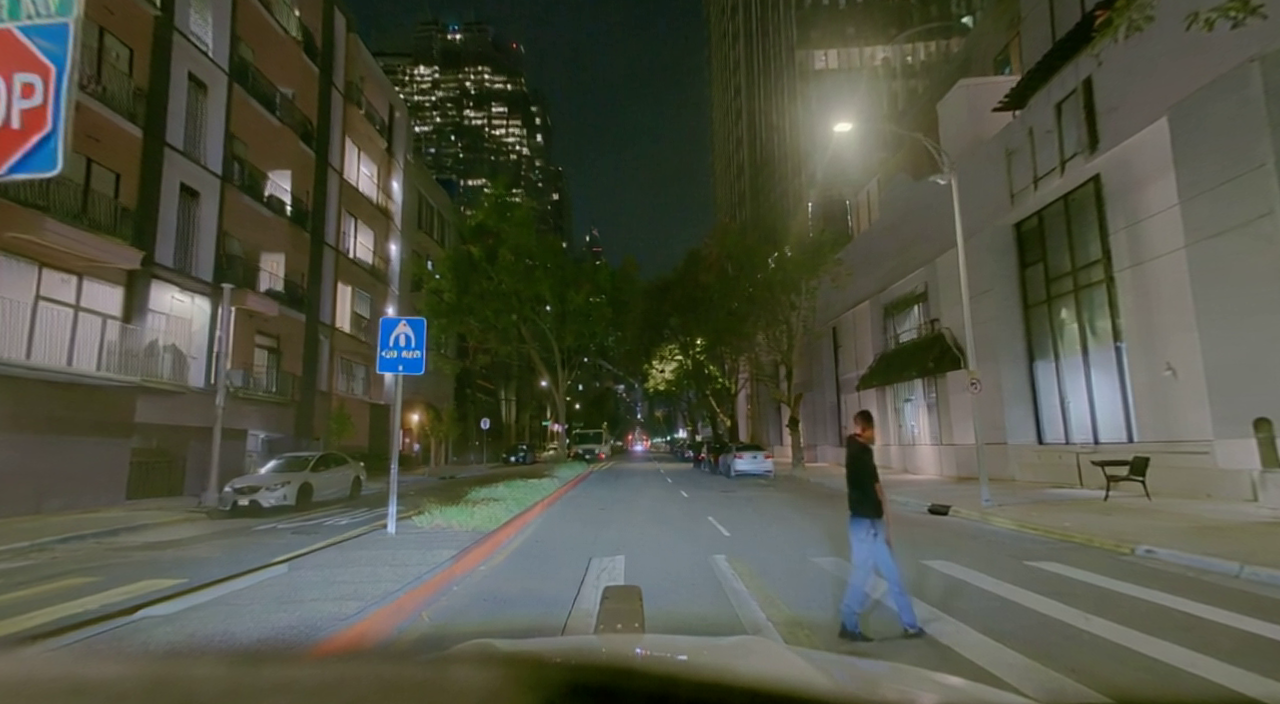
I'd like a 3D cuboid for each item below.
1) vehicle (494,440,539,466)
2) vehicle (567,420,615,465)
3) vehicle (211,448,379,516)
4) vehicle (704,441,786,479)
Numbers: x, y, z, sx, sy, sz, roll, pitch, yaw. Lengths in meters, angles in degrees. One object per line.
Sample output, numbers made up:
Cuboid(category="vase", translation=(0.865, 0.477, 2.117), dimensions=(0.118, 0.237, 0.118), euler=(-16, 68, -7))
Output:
Cuboid(category="vehicle", translation=(-8.866, 7.275, 45.708), dimensions=(2.256, 1.802, 4.333), euler=(0, -8, 2))
Cuboid(category="vehicle", translation=(-2.997, 5.778, 40.222), dimensions=(2.317, 2.596, 6.053), euler=(0, -8, 3))
Cuboid(category="vehicle", translation=(-8.797, 3.310, 16.635), dimensions=(2.007, 1.503, 4.343), euler=(0, -8, -1))
Cuboid(category="vehicle", translation=(4.585, 4.581, 27.096), dimensions=(1.858, 1.491, 4.329), euler=(-5, -10, 33))
